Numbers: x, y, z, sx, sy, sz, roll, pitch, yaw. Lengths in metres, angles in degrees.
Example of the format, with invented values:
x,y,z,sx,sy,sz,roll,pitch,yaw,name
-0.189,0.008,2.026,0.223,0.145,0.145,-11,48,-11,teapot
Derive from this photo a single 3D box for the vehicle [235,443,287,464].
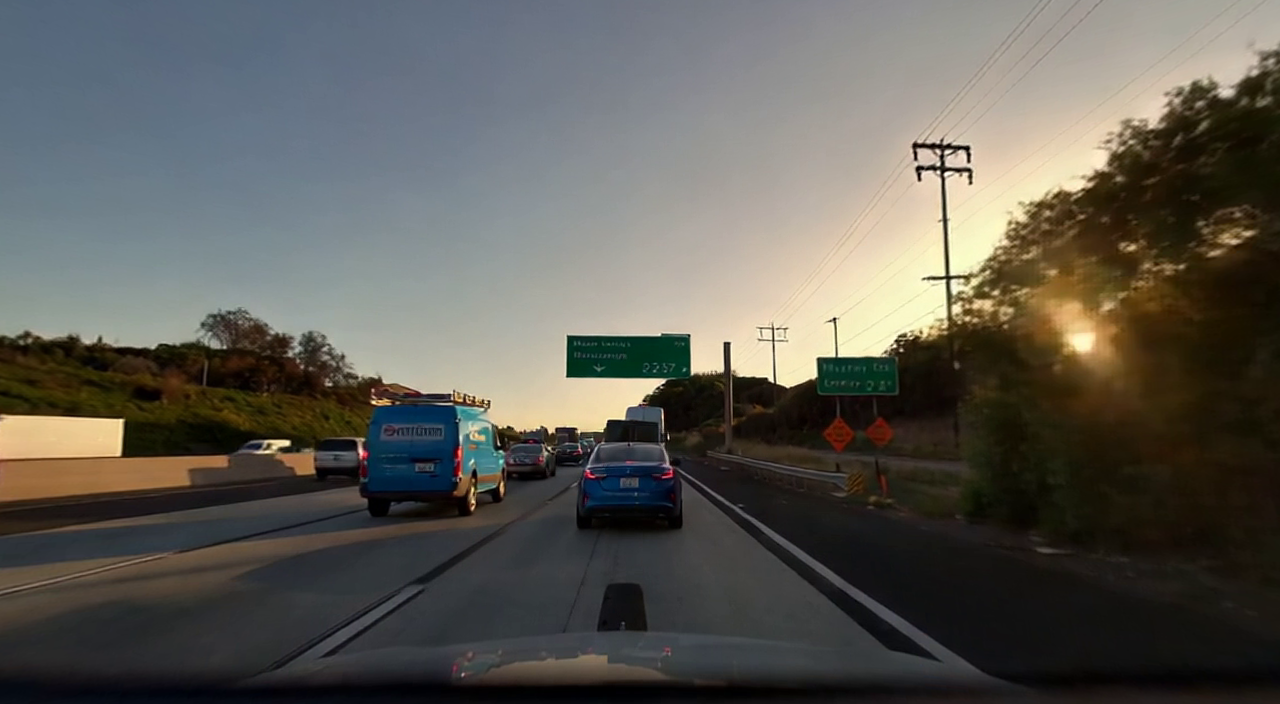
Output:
x,y,z,sx,sy,sz,roll,pitch,yaw,name
-28.702,7.658,47.625,1.630,1.437,3.588,-3,-8,1,vehicle

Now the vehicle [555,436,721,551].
x,y,z,sx,sy,sz,roll,pitch,yaw,name
-0.031,2.065,9.901,2.054,1.421,4.090,0,-8,0,vehicle

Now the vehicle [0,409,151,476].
x,y,z,sx,sy,sz,roll,pitch,yaw,name
-37.440,5.759,39.841,2.933,3.731,11.455,-1,-8,4,vehicle

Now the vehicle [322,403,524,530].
x,y,z,sx,sy,sz,roll,pitch,yaw,name
-3.791,2.114,12.066,2.142,1.952,4.556,0,-8,1,vehicle
